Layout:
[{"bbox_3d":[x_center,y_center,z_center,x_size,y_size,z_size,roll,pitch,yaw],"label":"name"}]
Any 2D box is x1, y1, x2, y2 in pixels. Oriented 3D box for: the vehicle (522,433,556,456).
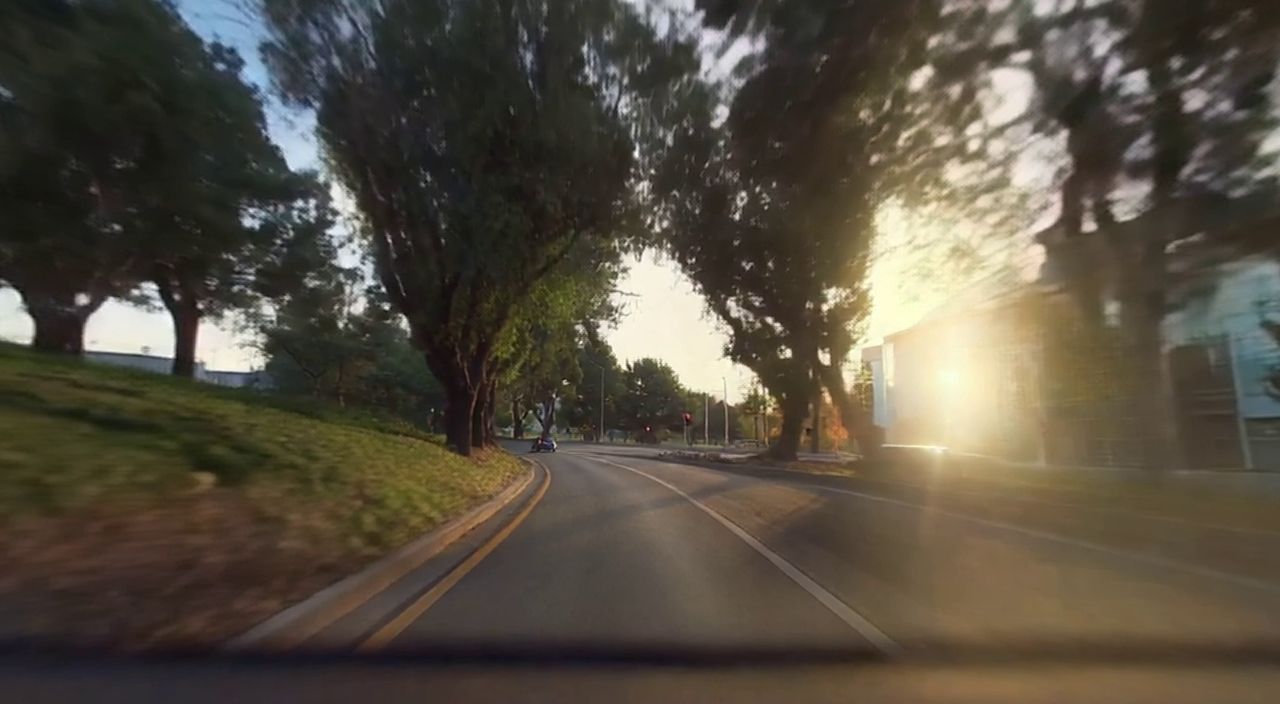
[{"bbox_3d":[-7.942,7.247,49.070,1.947,1.729,4.051,3,-9,-18],"label":"vehicle"}]
